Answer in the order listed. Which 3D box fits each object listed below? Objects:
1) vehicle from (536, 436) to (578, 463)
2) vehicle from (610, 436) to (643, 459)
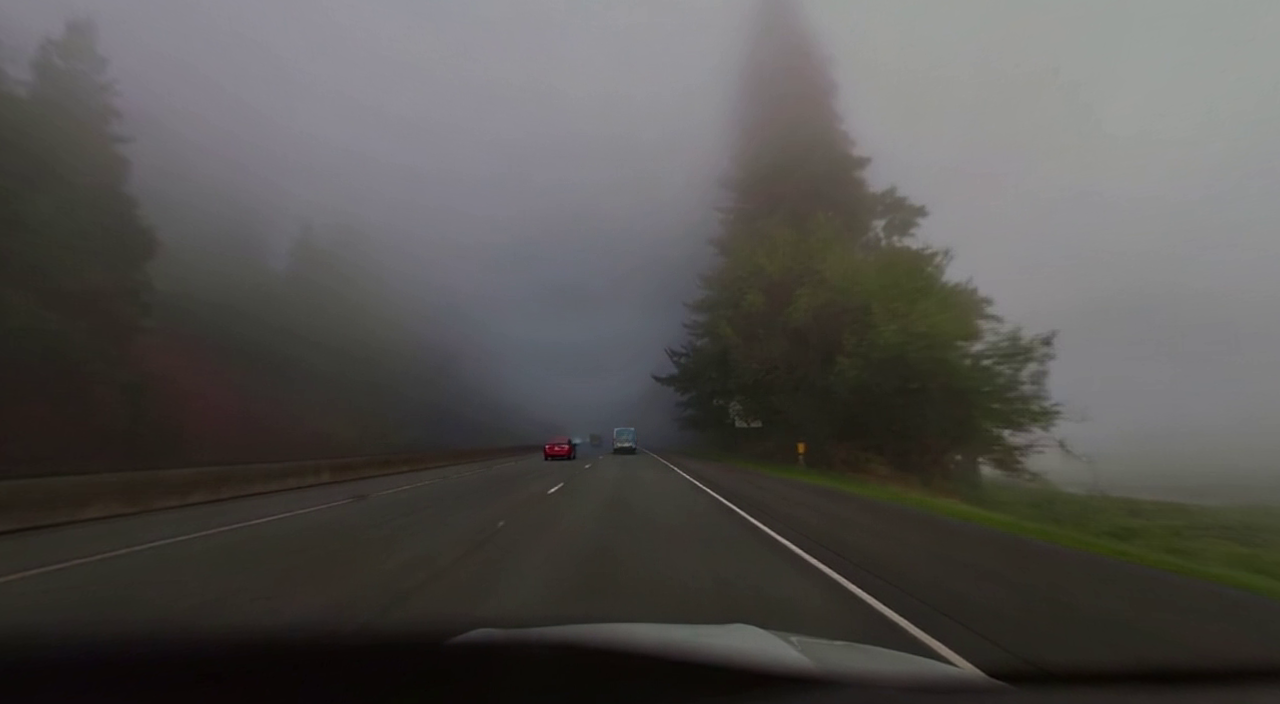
[{"bbox_3d":[-4.598,5.478,35.568,1.907,1.445,4.049,0,-8,-1],"label":"vehicle"},{"bbox_3d":[-0.889,6.479,43.057,2.162,1.460,4.242,0,-8,-1],"label":"vehicle"}]
